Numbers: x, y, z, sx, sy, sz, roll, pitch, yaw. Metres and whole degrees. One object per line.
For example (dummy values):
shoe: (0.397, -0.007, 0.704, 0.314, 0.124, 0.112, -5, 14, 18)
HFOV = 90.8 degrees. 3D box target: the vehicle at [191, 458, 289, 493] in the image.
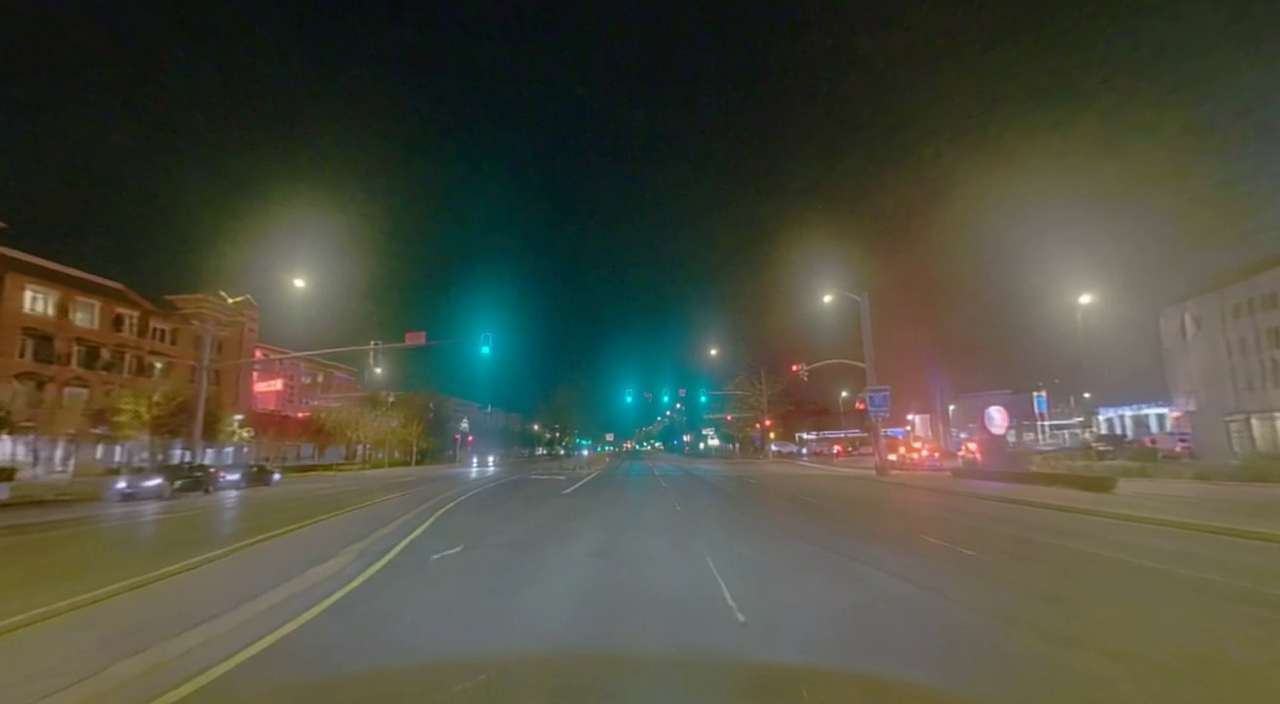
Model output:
vehicle: (-19.750, 6.082, 31.469, 1.911, 1.458, 4.547, -1, -8, 0)

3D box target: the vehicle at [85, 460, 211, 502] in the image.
vehicle: (-19.926, 5.201, 25.822, 1.713, 1.499, 4.040, -1, -9, 3)
